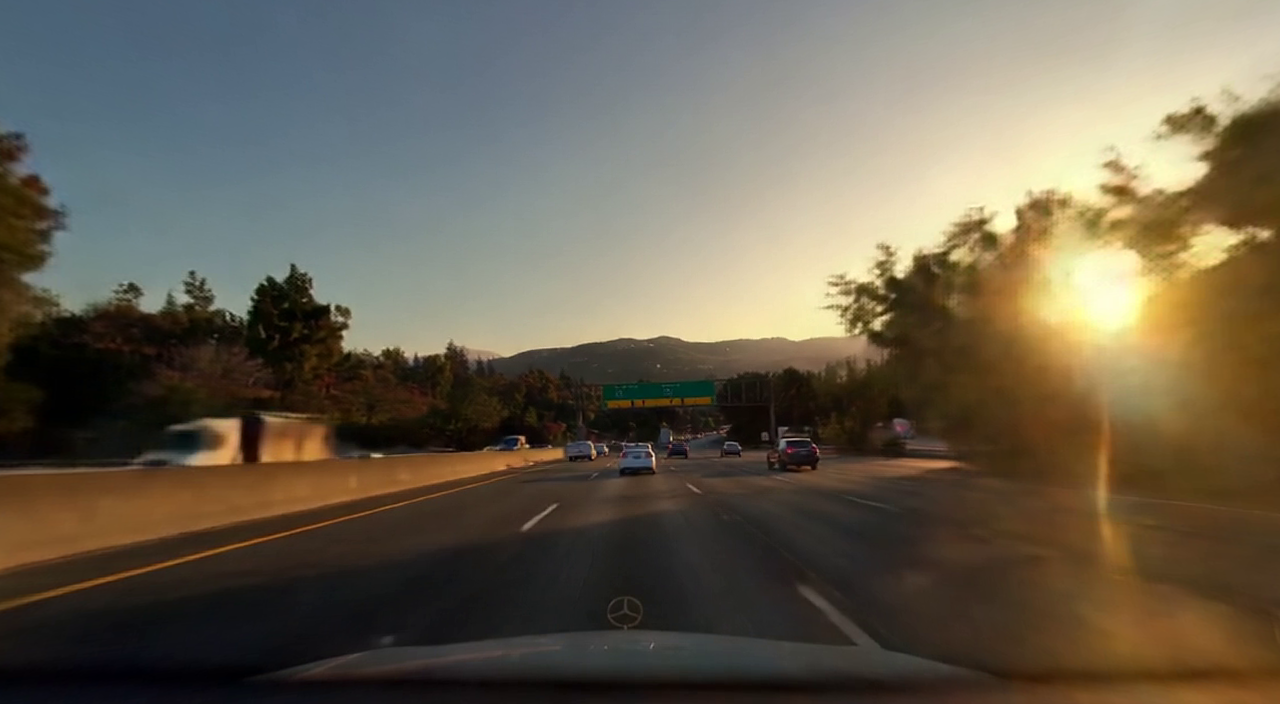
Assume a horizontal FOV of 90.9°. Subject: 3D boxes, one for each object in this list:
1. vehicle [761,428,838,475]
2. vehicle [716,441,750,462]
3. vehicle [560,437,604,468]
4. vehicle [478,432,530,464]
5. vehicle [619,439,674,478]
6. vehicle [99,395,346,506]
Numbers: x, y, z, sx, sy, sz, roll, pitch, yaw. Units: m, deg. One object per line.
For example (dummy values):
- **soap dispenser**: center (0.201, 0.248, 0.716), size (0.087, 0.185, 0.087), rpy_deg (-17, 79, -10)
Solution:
- **vehicle**: center (7.088, 4.502, 28.698), size (2.094, 1.916, 5.099), rpy_deg (0, -8, -1)
- **vehicle**: center (7.068, 7.569, 48.220), size (1.894, 1.511, 4.148), rpy_deg (0, -8, -1)
- **vehicle**: center (-3.391, 5.953, 37.675), size (2.140, 1.720, 4.410), rpy_deg (0, -8, 1)
- **vehicle**: center (-9.330, 6.690, 43.886), size (2.331, 2.070, 5.440), rpy_deg (0, -8, 1)
- **vehicle**: center (0.233, 4.398, 26.208), size (2.071, 1.464, 4.162), rpy_deg (0, -8, 0)
- **vehicle**: center (-12.652, 3.117, 20.269), size (2.779, 2.896, 7.441), rpy_deg (0, -8, 0)
